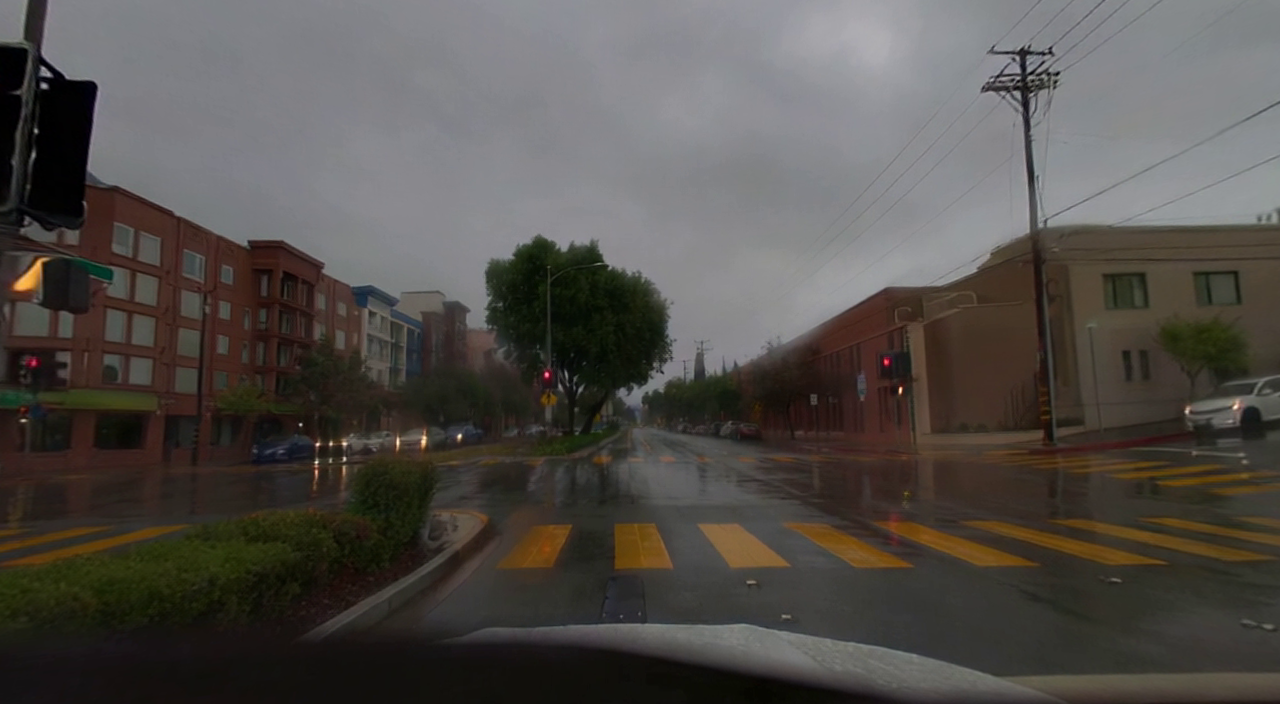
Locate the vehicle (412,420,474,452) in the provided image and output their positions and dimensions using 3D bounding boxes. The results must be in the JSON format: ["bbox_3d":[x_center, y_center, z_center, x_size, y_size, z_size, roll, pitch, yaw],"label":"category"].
[{"bbox_3d":[-11.754,5.114,38.095,2.118,1.809,4.591,0,-8,2],"label":"vehicle"}]

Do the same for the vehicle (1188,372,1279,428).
[{"bbox_3d":[22.362,1.621,22.230,4.531,1.753,1.964,-2,-2,-5],"label":"vehicle"}]

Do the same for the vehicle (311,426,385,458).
[{"bbox_3d":[-18.259,5.677,39.848,2.225,1.871,5.189,0,-8,0],"label":"vehicle"}]

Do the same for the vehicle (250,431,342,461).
[{"bbox_3d":[-18.058,4.973,33.517,1.939,1.430,5.533,0,-8,-2],"label":"vehicle"}]
